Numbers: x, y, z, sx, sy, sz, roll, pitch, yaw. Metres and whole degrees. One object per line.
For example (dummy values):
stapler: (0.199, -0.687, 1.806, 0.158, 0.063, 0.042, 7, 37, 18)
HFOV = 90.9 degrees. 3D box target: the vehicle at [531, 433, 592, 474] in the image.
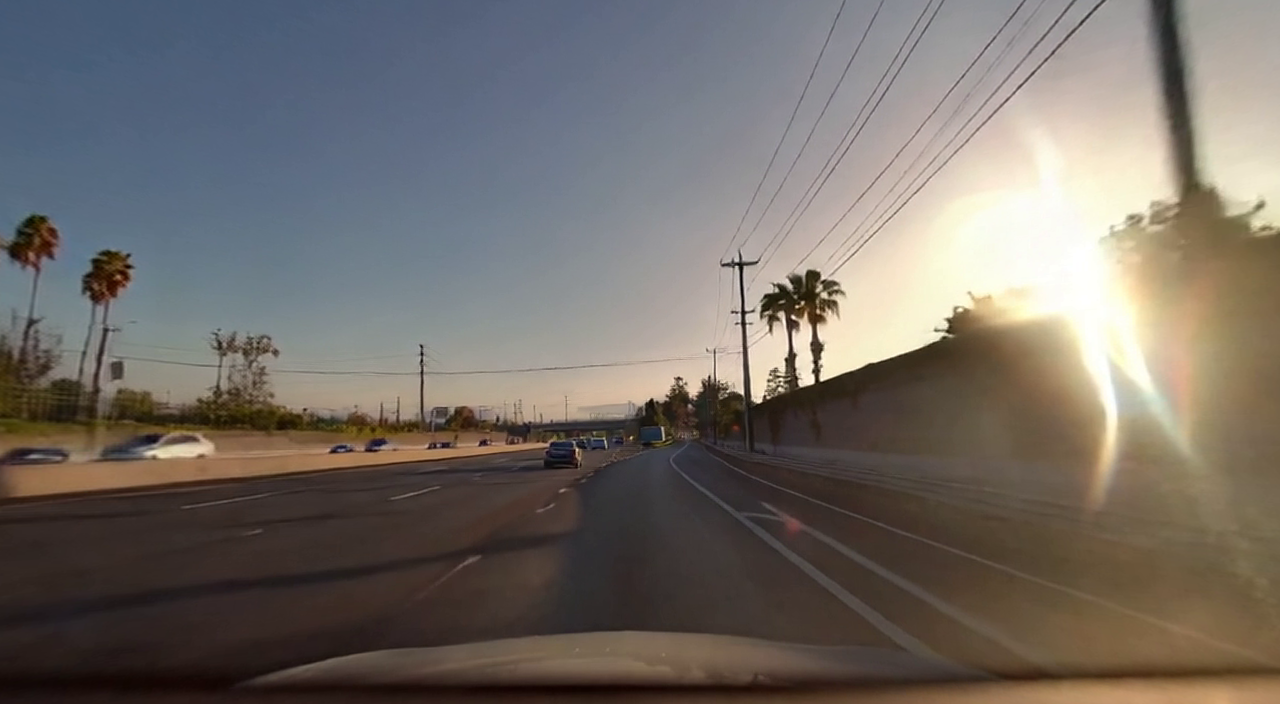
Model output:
vehicle: (-3.257, 4.306, 26.996, 2.029, 1.609, 3.935, 0, -8, 1)

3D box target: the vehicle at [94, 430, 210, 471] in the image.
vehicle: (-24.242, 4.901, 31.618, 2.072, 1.835, 4.686, 0, -8, 0)

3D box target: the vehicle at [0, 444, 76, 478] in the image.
vehicle: (-30.569, 5.274, 30.628, 1.934, 1.511, 4.785, 1, -8, -1)
